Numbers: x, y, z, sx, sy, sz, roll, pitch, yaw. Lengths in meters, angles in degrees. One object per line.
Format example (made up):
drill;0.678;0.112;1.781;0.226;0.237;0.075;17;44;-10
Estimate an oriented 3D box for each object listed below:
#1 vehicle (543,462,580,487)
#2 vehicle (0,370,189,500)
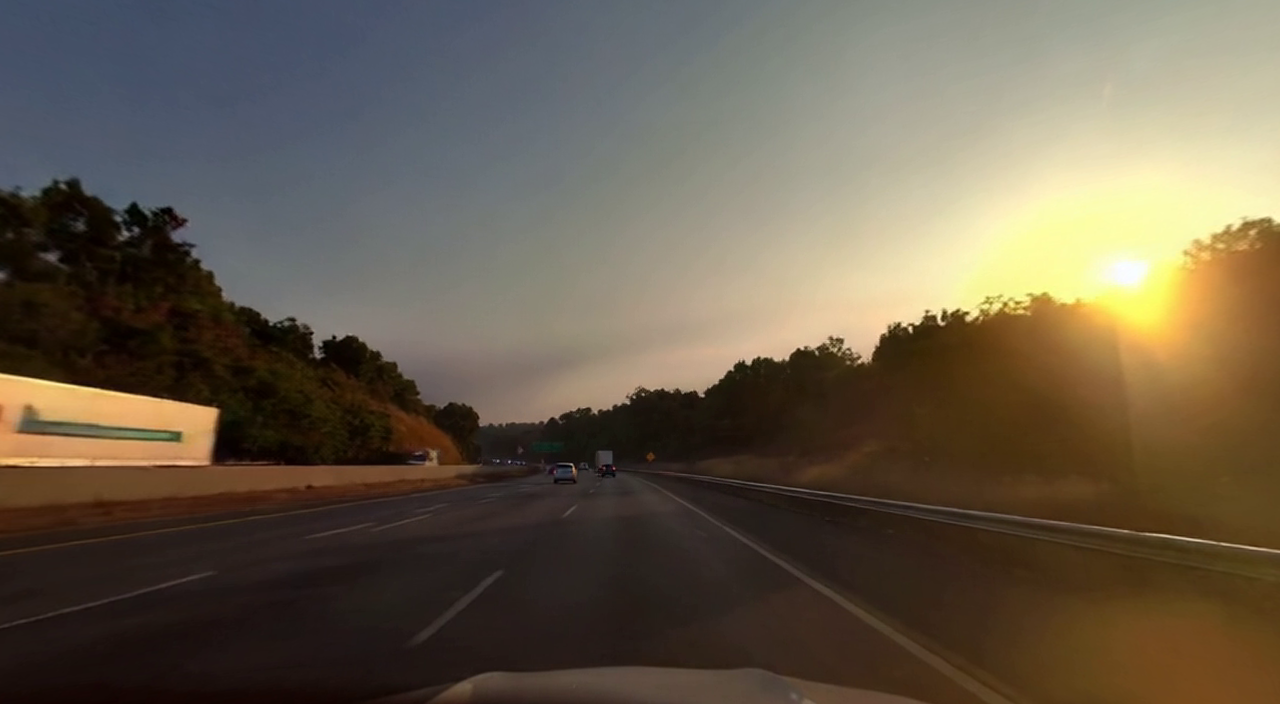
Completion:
vehicle;-5.359;8.434;43.435;2.115;1.546;4.638;1;-10;-2
vehicle;-21.504;2.576;19.689;2.868;3.983;16.567;1;-10;-1
